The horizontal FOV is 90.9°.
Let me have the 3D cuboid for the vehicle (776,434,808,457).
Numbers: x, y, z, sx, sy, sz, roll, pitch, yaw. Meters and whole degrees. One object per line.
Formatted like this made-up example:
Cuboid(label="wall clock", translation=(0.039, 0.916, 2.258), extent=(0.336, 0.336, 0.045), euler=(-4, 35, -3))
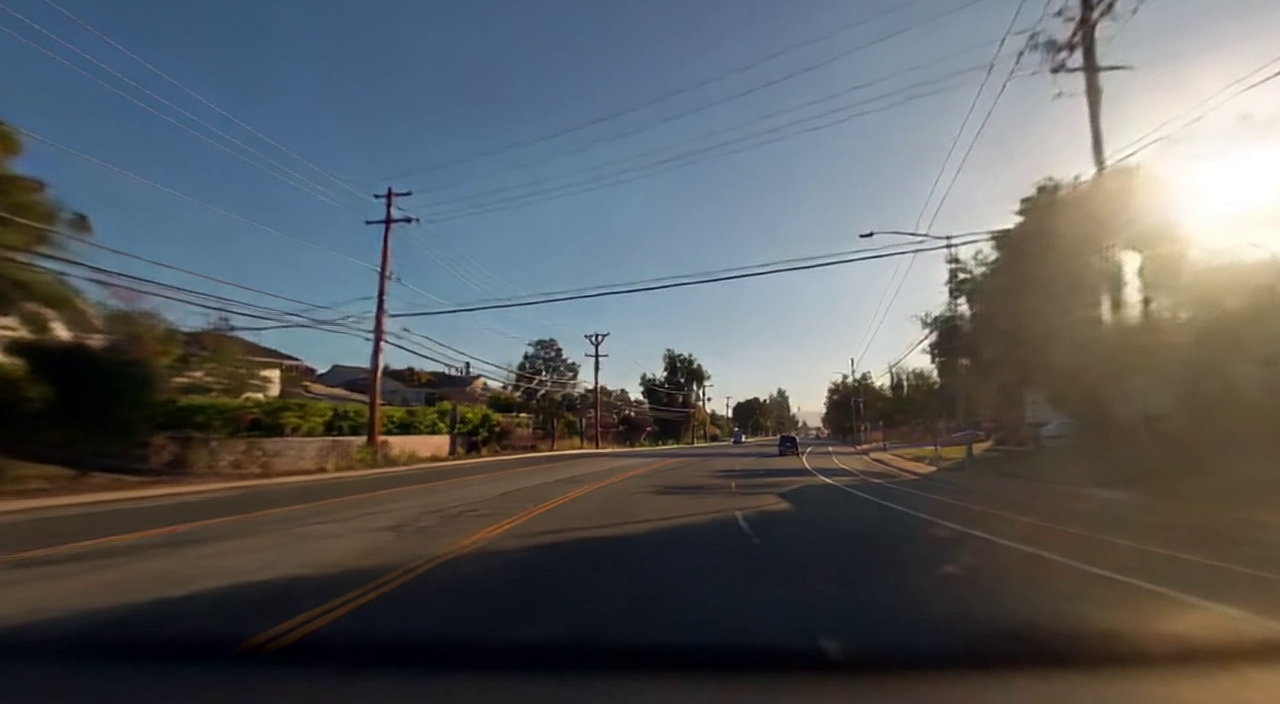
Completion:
Cuboid(label="vehicle", translation=(10.152, 6.276, 42.234), extent=(1.982, 1.451, 4.152), euler=(-2, -9, 12))
